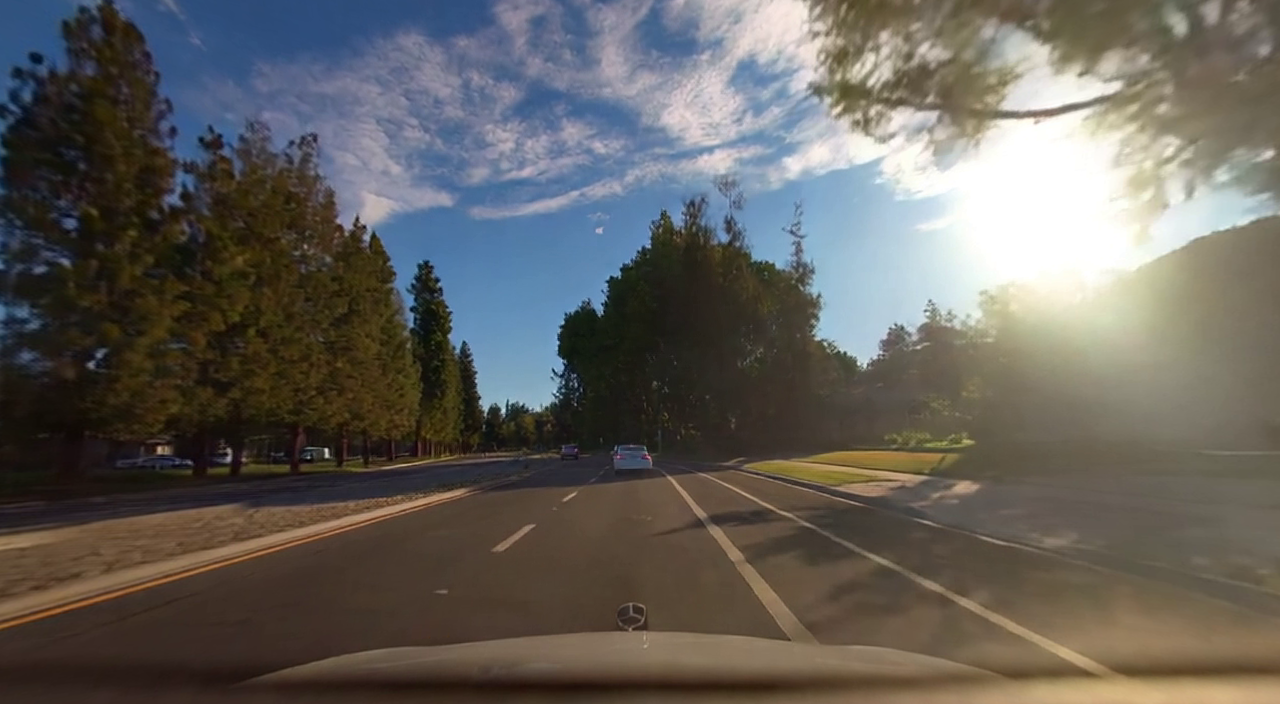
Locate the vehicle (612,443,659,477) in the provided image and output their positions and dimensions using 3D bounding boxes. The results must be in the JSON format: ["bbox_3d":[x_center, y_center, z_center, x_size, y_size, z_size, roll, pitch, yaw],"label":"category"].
[{"bbox_3d":[-0.228,4.904,28.945,2.009,1.456,4.003,0,-8,-1],"label":"vehicle"}]
